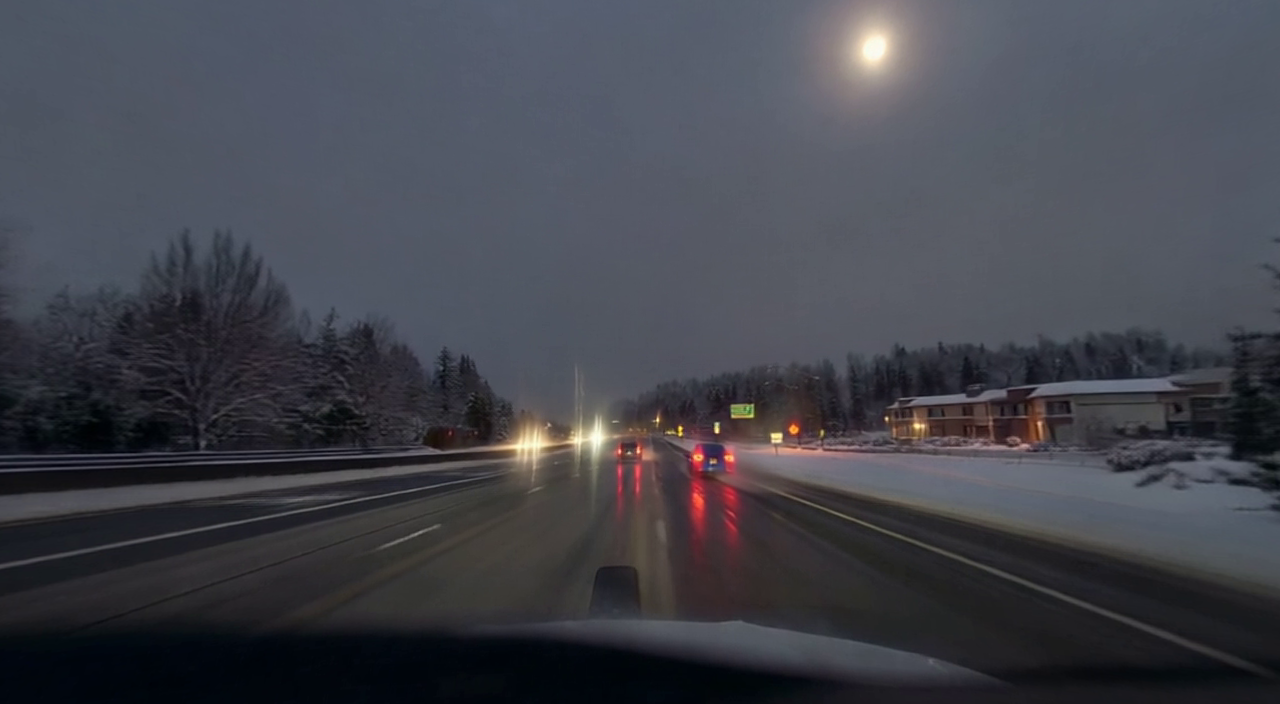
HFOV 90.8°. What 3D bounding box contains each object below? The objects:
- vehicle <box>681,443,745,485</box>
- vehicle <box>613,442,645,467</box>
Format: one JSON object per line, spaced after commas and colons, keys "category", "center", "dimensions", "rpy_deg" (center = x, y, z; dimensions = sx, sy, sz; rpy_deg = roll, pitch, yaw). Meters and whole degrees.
{"category": "vehicle", "center": [2.849, 4.489, 25.678], "dimensions": [2.029, 1.528, 4.644], "rpy_deg": [0, -9, 0]}
{"category": "vehicle", "center": [-0.712, 7.269, 44.941], "dimensions": [2.127, 1.692, 4.382], "rpy_deg": [0, -8, 1]}
